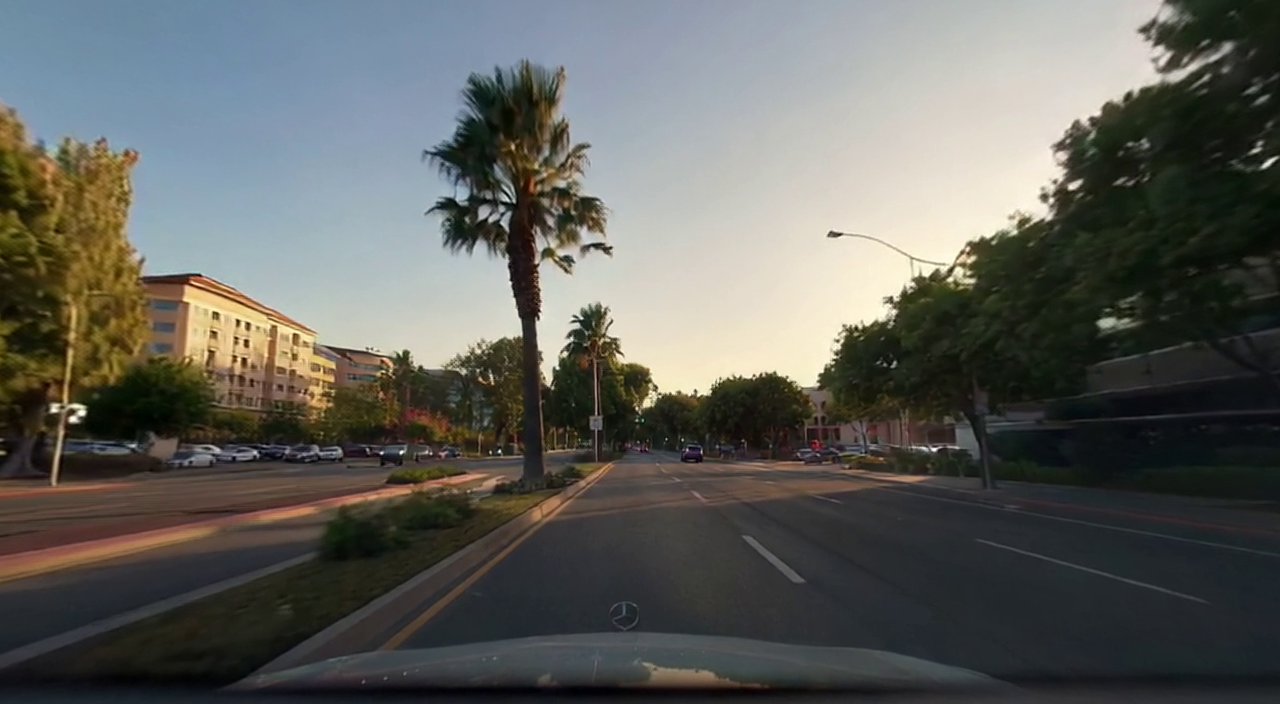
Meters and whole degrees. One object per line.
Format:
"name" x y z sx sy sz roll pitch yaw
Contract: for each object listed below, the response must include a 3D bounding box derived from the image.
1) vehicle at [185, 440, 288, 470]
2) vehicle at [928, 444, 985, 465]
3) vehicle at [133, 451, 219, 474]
"vehicle" -31.880 8.129 49.865 6.216 2.077 2.806 2 -8 2
"vehicle" 24.183 7.869 48.337 1.881 1.509 4.448 0 -8 -3
"vehicle" -31.185 7.413 42.397 4.223 1.444 1.814 0 -8 -3
